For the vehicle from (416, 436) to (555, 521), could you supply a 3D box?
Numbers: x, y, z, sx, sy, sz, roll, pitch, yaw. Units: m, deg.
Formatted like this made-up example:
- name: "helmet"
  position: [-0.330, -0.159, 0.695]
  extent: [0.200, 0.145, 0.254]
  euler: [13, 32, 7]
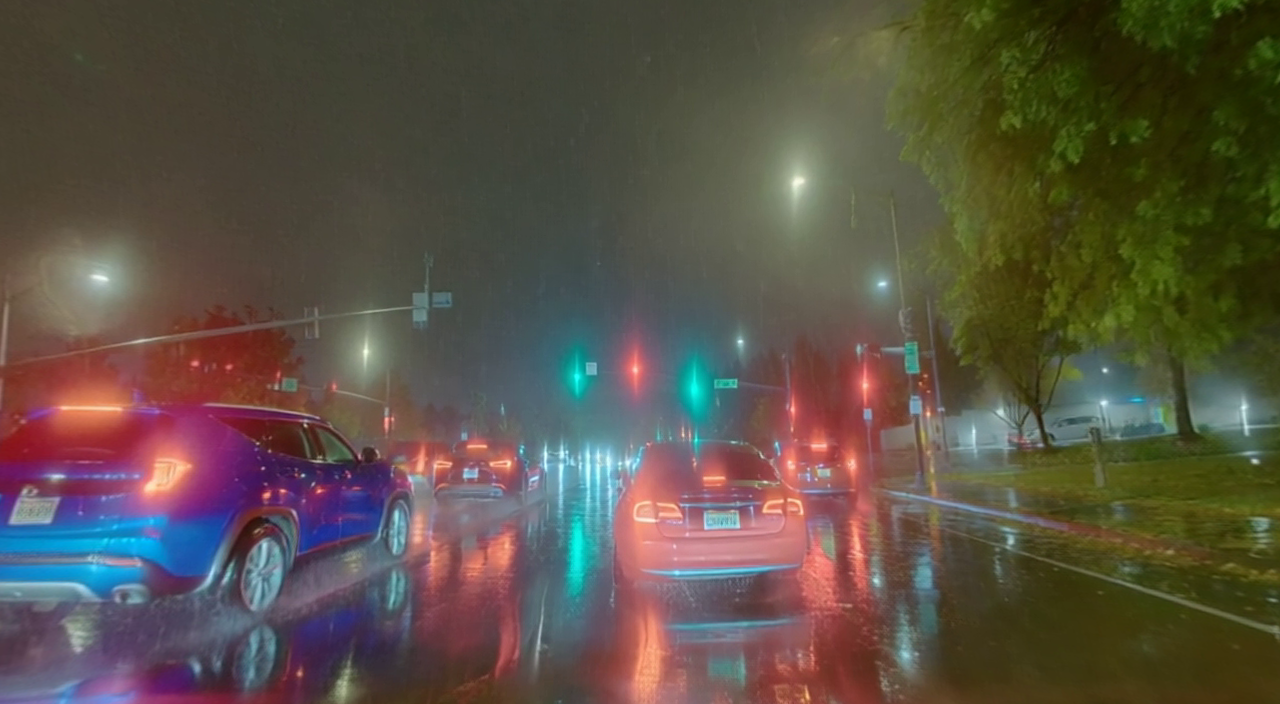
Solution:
- name: "vehicle"
  position: [-3.075, 2.587, 13.424]
  extent: [1.868, 1.516, 4.114]
  euler: [0, -8, 1]

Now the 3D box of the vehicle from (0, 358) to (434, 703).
- name: "vehicle"
  position: [-3.454, 1.224, 5.294]
  extent: [1.889, 1.767, 4.289]
  euler: [0, -8, 1]

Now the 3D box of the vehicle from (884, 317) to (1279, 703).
- name: "vehicle"
  position: [3.040, 0.918, 3.069]
  extent: [1.880, 1.747, 4.500]
  euler: [0, -8, 0]

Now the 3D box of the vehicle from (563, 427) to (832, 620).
- name: "vehicle"
  position: [0.433, 1.610, 6.841]
  extent: [2.051, 1.460, 3.932]
  euler: [0, -8, 0]
